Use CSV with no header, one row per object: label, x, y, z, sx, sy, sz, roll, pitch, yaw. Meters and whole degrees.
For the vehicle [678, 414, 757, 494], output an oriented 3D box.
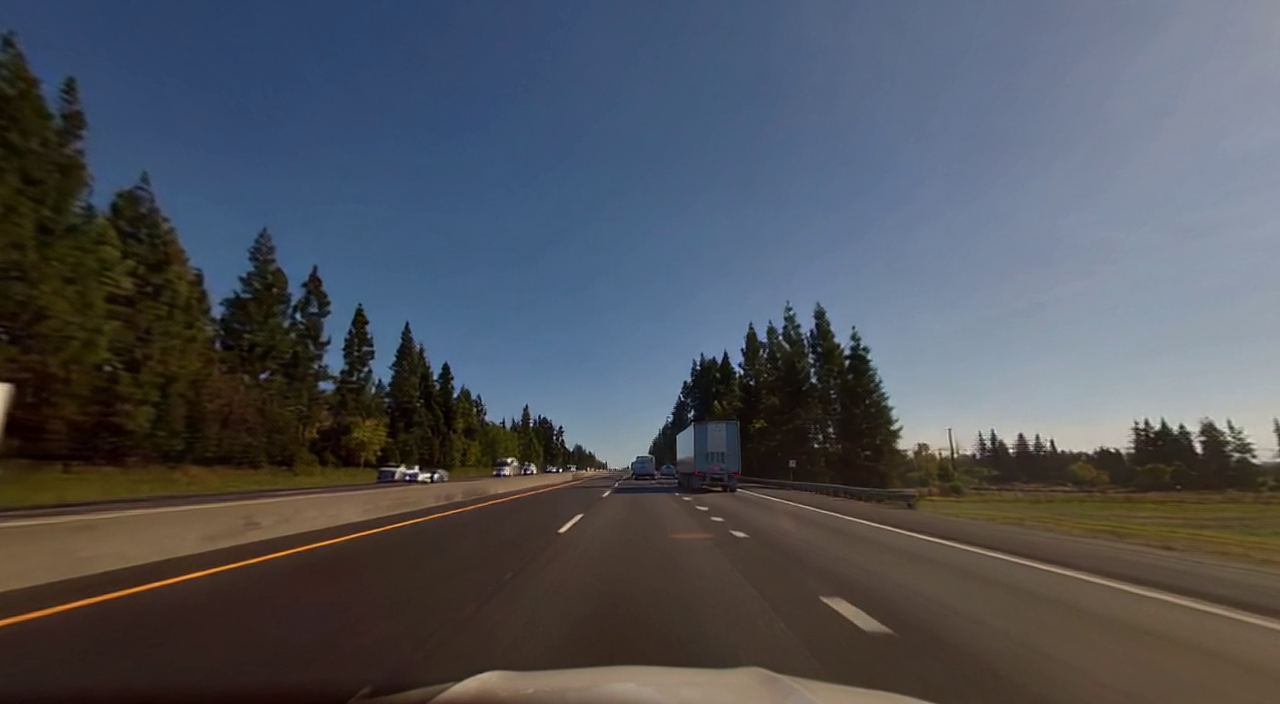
vehicle,4.388,6.441,38.947,3.139,3.999,13.840,1,-10,0
